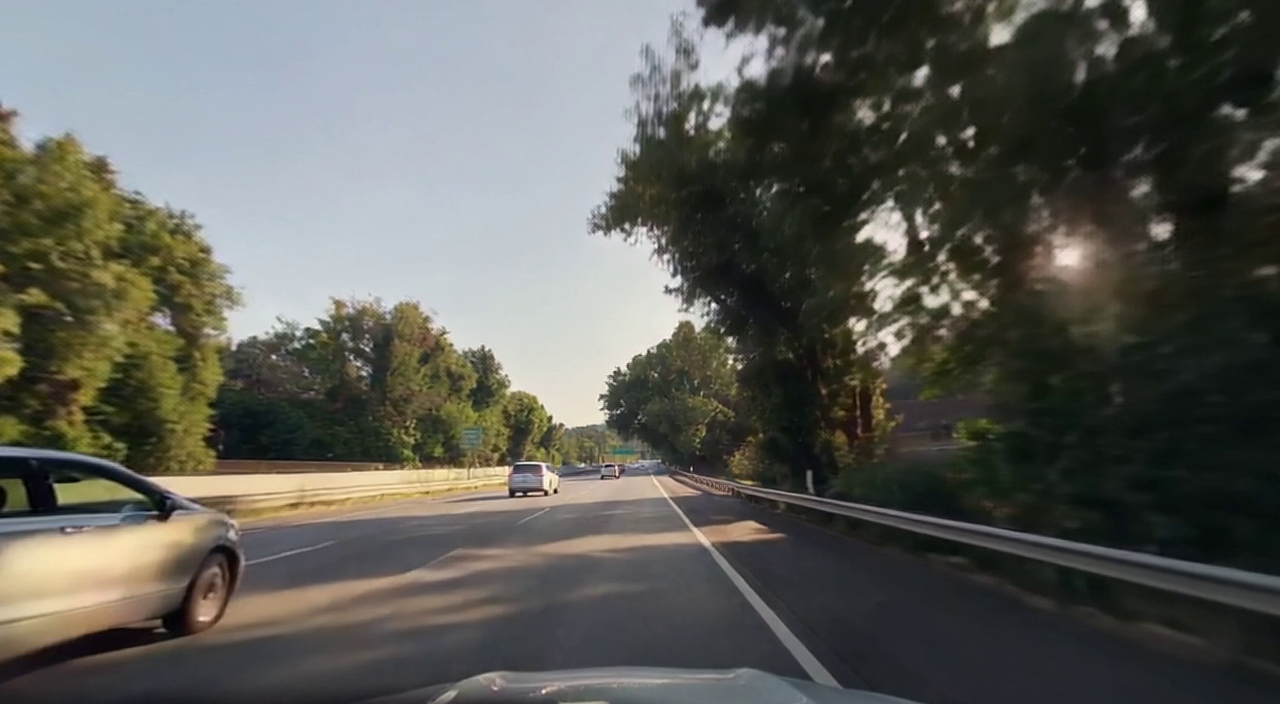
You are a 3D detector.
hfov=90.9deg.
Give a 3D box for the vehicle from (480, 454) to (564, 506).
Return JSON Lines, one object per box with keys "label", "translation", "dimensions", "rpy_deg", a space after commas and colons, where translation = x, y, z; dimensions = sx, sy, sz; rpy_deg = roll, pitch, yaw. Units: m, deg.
{"label": "vehicle", "translation": [-4.053, 4.517, 22.439], "dimensions": [2.042, 1.629, 4.276], "rpy_deg": [1, -10, 1]}
